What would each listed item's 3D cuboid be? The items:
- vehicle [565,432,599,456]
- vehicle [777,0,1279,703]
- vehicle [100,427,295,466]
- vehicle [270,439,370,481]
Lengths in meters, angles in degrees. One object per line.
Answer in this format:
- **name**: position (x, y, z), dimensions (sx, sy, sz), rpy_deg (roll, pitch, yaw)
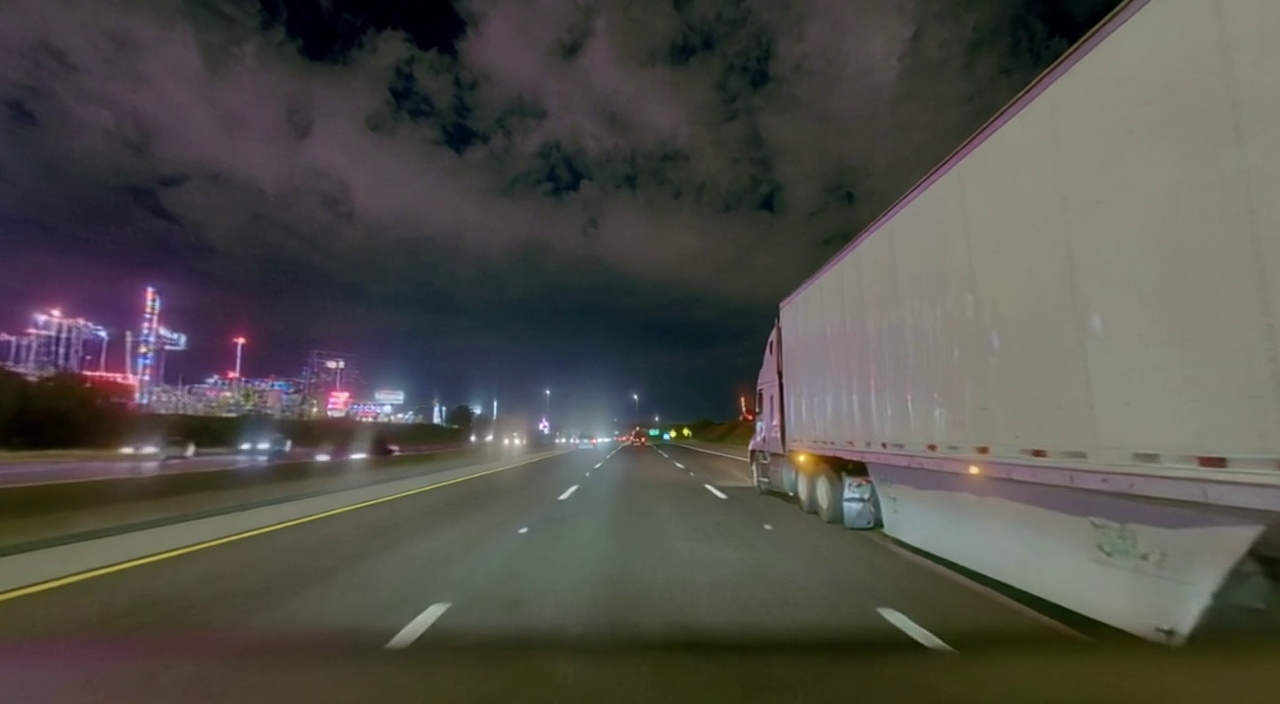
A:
- **vehicle**: position (-3.692, 5.965, 40.943), dimensions (1.930, 1.484, 3.849), rpy_deg (0, -8, -1)
- **vehicle**: position (3.794, -0.009, 4.320), dimensions (2.871, 3.815, 11.331), rpy_deg (0, -8, -1)
- **vehicle**: position (-33.415, 7.298, 49.533), dimensions (2.569, 2.479, 17.762), rpy_deg (0, -8, 1)
- **vehicle**: position (-11.832, 3.978, 23.569), dimensions (1.850, 1.406, 3.498), rpy_deg (0, -8, 1)
